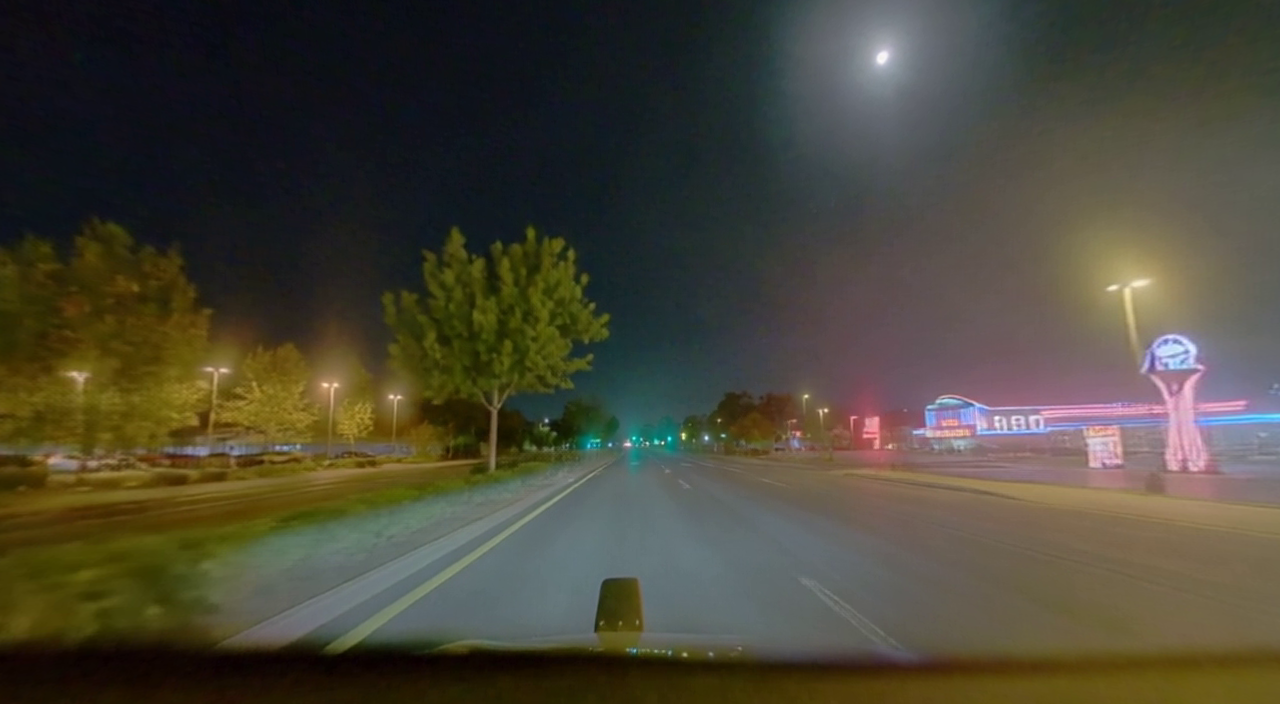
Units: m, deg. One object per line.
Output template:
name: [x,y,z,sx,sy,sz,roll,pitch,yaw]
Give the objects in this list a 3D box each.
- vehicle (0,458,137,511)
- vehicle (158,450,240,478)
vehicle: [-19.440,4.328,20.939,1.889,1.497,4.478,-3,-9,-1]
vehicle: [-28.554,7.236,41.111,1.948,1.689,4.553,0,-8,2]
